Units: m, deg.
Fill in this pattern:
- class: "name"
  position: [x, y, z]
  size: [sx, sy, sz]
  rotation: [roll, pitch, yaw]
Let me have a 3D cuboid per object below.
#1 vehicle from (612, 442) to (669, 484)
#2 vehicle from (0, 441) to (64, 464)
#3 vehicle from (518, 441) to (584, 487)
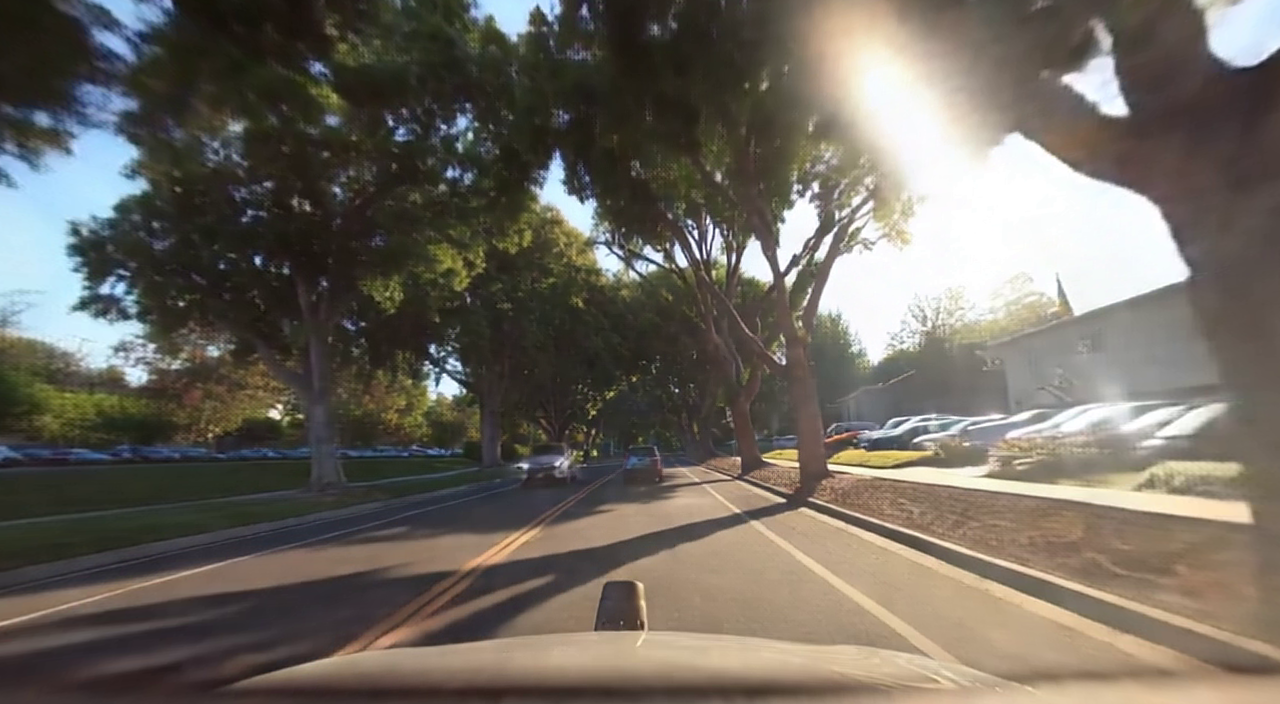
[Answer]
- class: "vehicle"
  position: [0.117, 4.552, 26.271]
  size: [2.152, 1.574, 4.223]
  rotation: [-1, -8, 3]
- class: "vehicle"
  position: [-46.170, 7.434, 46.988]
  size: [1.897, 1.584, 4.678]
  rotation: [-1, -8, 5]
- class: "vehicle"
  position: [-3.601, 4.587, 26.273]
  size: [2.078, 1.720, 3.822]
  rotation: [-1, -8, 2]
